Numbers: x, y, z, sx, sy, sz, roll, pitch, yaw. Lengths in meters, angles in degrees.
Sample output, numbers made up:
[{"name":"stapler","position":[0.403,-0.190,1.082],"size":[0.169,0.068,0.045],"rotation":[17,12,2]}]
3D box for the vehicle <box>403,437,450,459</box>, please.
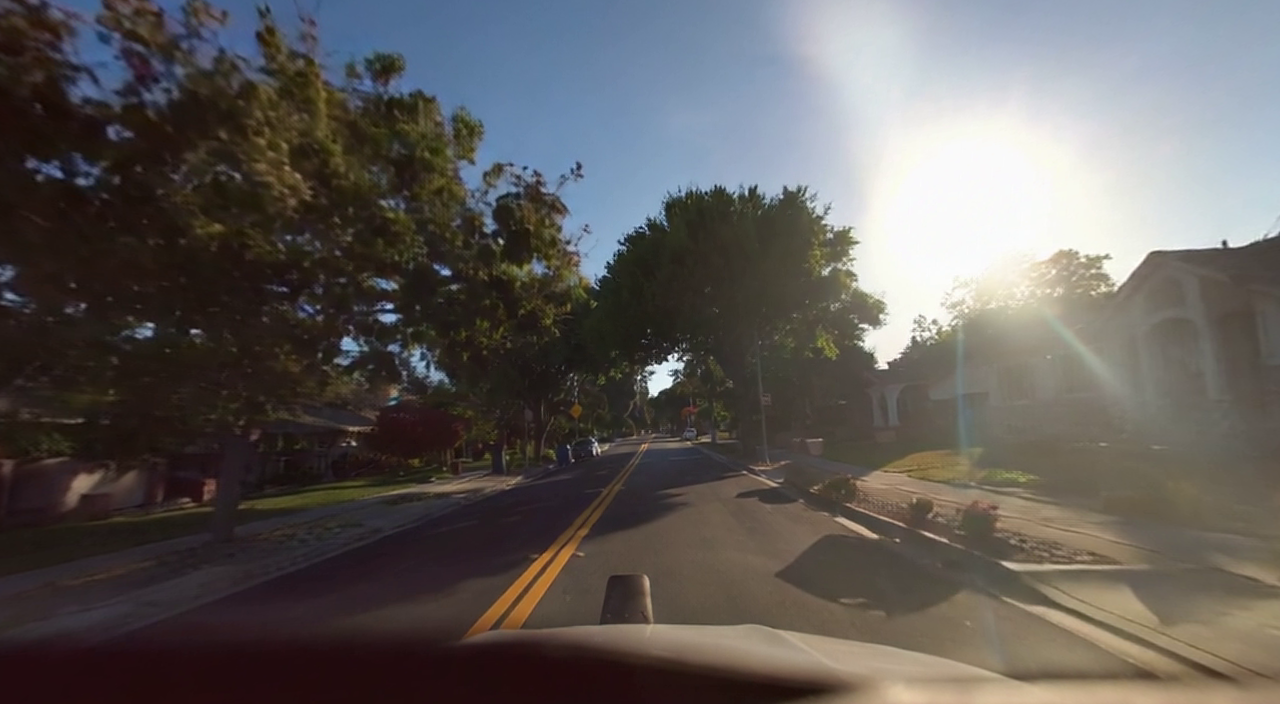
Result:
[{"name":"vehicle","position":[-16.105,7.258,47.782],"size":[1.903,1.500,4.214],"rotation":[-3,-8,3]}]
